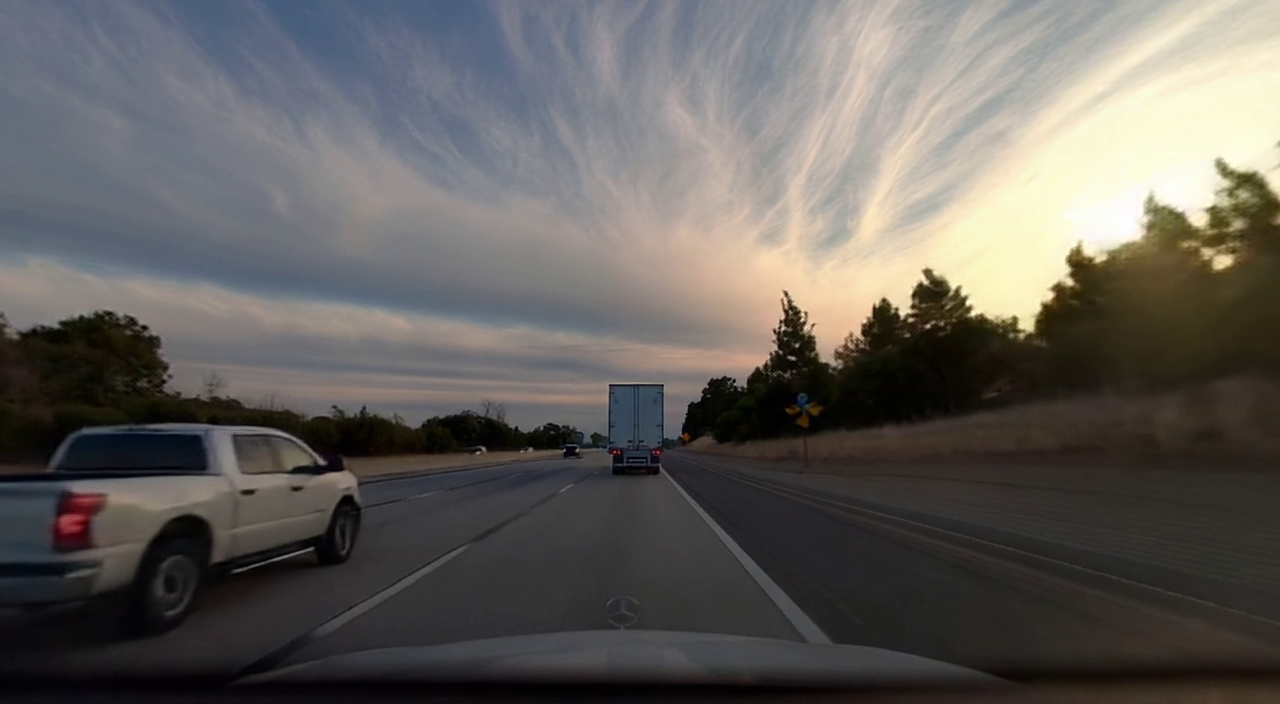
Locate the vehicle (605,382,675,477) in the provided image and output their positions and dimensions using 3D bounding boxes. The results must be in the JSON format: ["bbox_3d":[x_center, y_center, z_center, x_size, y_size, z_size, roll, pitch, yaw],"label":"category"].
[{"bbox_3d":[-0.077,4.216,33.190,3.052,4.132,11.336,0,-9,-1],"label":"vehicle"}]

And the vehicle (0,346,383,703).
[{"bbox_3d":[-4.336,1.209,5.212,2.285,1.833,4.984,0,-9,0],"label":"vehicle"}]
